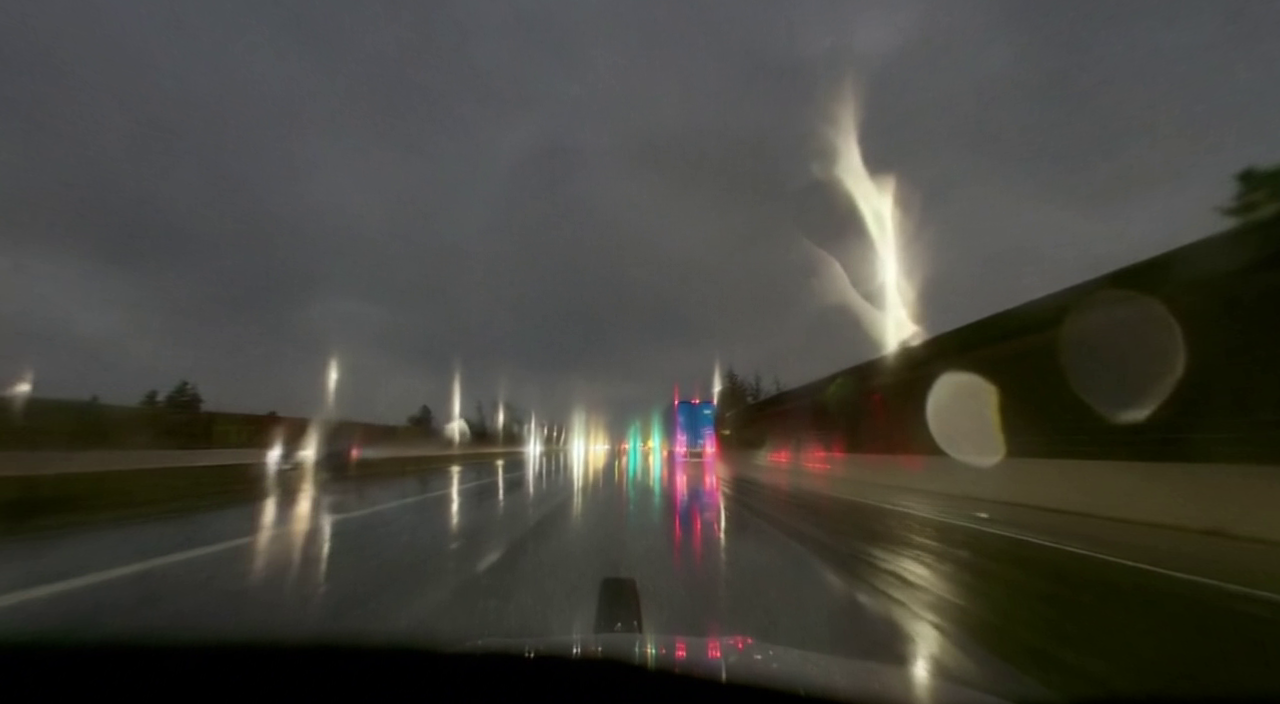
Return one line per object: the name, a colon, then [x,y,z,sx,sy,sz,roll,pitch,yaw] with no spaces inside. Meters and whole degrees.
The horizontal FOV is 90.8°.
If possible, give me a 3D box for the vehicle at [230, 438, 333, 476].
vehicle: [-15.756,4.631,28.090,1.962,1.572,4.565,0,-9,-1]
